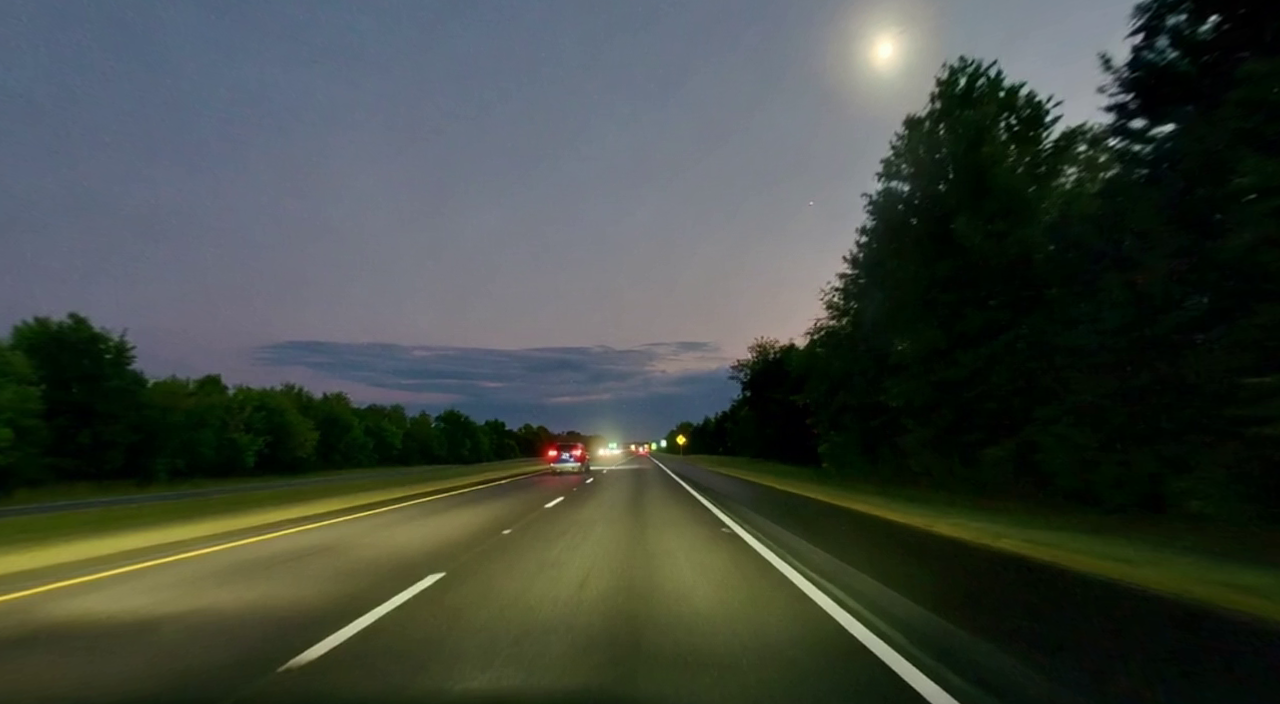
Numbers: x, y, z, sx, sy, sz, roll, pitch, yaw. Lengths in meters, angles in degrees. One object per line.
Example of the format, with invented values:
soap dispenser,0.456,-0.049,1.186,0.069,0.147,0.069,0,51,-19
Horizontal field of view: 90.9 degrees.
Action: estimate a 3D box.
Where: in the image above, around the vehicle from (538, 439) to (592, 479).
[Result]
vehicle,-3.593,5.206,30.957,2.056,1.811,4.202,0,-9,1
